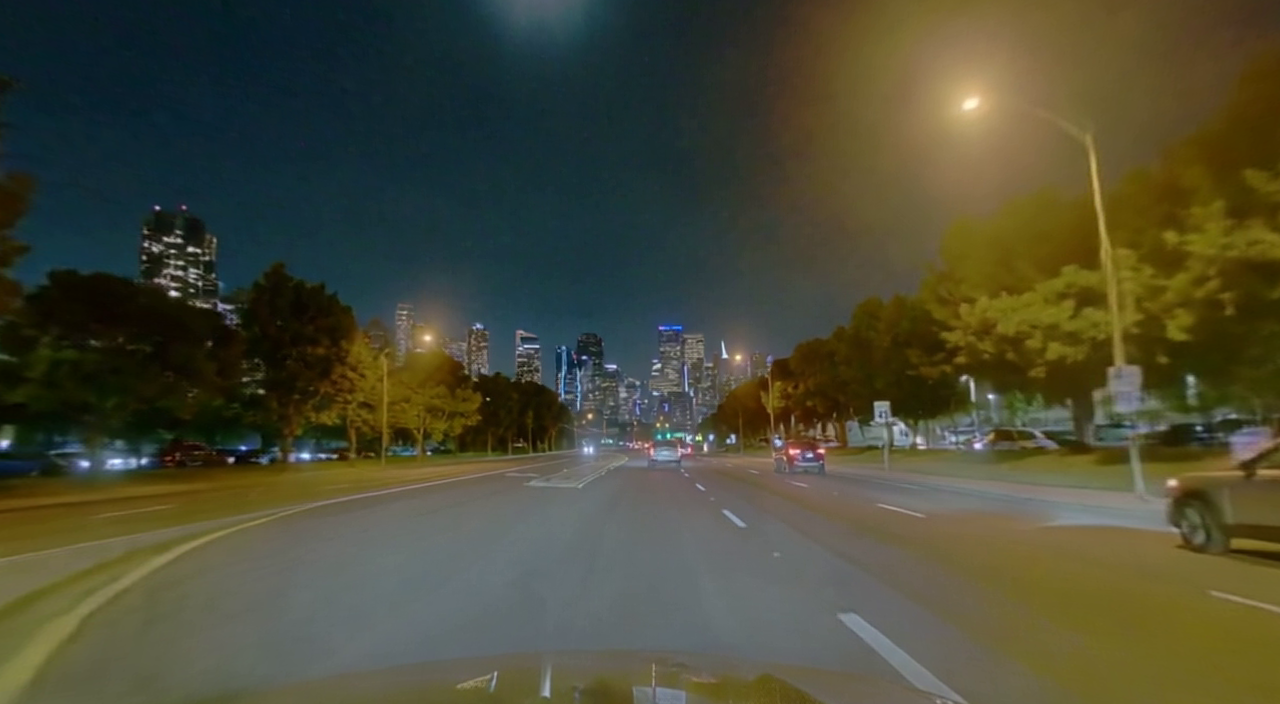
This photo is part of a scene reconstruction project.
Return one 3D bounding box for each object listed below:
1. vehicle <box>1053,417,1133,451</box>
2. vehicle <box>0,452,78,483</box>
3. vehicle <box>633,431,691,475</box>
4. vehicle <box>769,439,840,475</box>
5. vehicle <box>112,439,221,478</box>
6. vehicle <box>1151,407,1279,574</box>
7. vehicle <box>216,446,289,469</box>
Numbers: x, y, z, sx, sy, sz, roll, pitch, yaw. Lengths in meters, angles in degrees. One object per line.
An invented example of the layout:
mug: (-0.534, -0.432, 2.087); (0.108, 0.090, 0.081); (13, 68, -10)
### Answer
vehicle: (35.059, 6.461, 49.113); (2.537, 2.468, 5.020); (0, -9, 3)
vehicle: (-30.243, 5.573, 30.597); (4.037, 1.445, 2.067); (0, -8, 2)
vehicle: (0.884, 4.481, 28.342); (2.227, 1.794, 4.457); (0, -8, -2)
vehicle: (7.506, 4.822, 29.291); (2.029, 1.548, 4.422); (0, -8, 0)
vehicle: (-30.215, 6.773, 40.442); (5.278, 2.181, 1.993); (-2, -6, -3)
vehicle: (7.642, 1.355, 6.010); (2.025, 1.719, 4.161); (0, -8, 0)
vehicle: (-29.544, 8.065, 48.261); (4.251, 1.598, 1.925); (-2, -10, -1)
